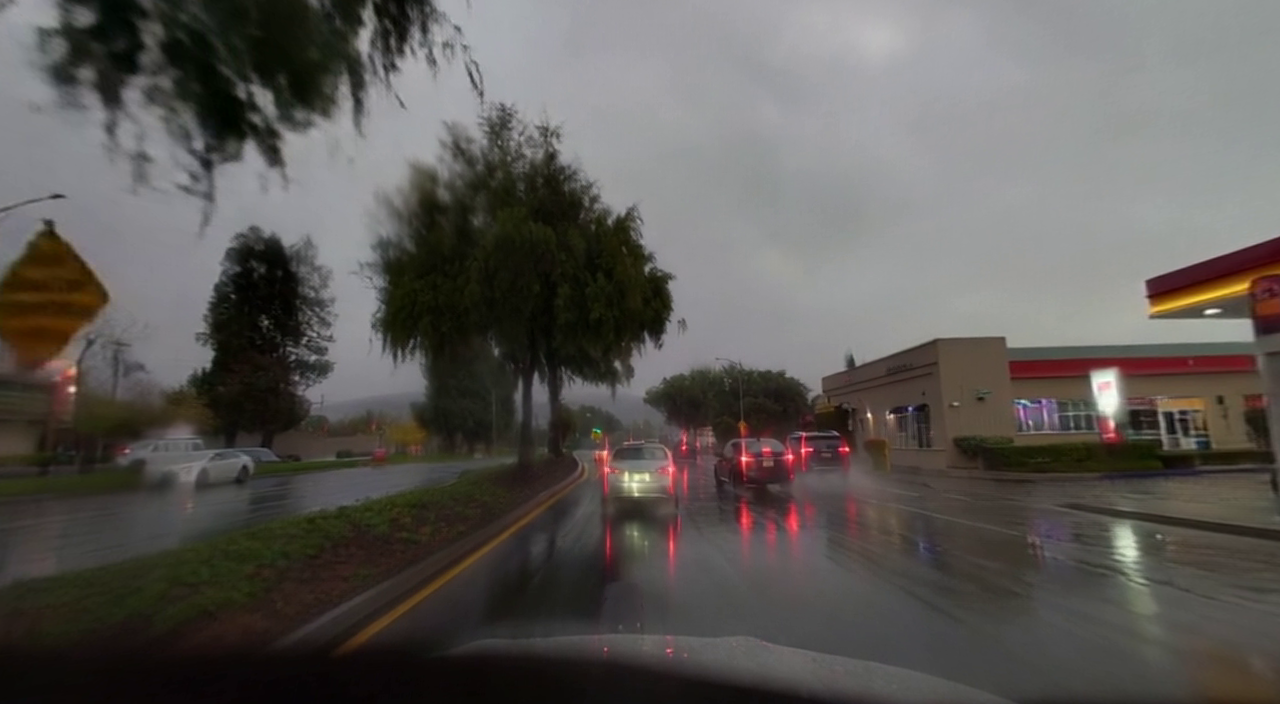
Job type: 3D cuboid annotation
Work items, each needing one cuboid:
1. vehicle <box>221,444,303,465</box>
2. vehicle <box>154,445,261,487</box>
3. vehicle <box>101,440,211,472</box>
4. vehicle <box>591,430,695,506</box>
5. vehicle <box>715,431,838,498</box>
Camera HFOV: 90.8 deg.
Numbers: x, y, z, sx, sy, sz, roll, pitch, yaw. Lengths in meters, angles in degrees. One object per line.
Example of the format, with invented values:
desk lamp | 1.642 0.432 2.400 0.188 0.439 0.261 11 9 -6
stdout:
vehicle | -28.152 7.662 47.198 4.736 1.491 2.042 0 -8 -2
vehicle | -19.242 5.059 28.350 1.903 1.706 3.994 0 -8 0
vehicle | -28.062 6.051 36.730 4.699 1.775 2.007 0 -8 1
vehicle | 0.067 2.587 14.441 2.052 1.488 3.779 0 -8 0
vehicle | 3.343 2.877 16.544 2.124 1.476 4.730 0 -8 -1
